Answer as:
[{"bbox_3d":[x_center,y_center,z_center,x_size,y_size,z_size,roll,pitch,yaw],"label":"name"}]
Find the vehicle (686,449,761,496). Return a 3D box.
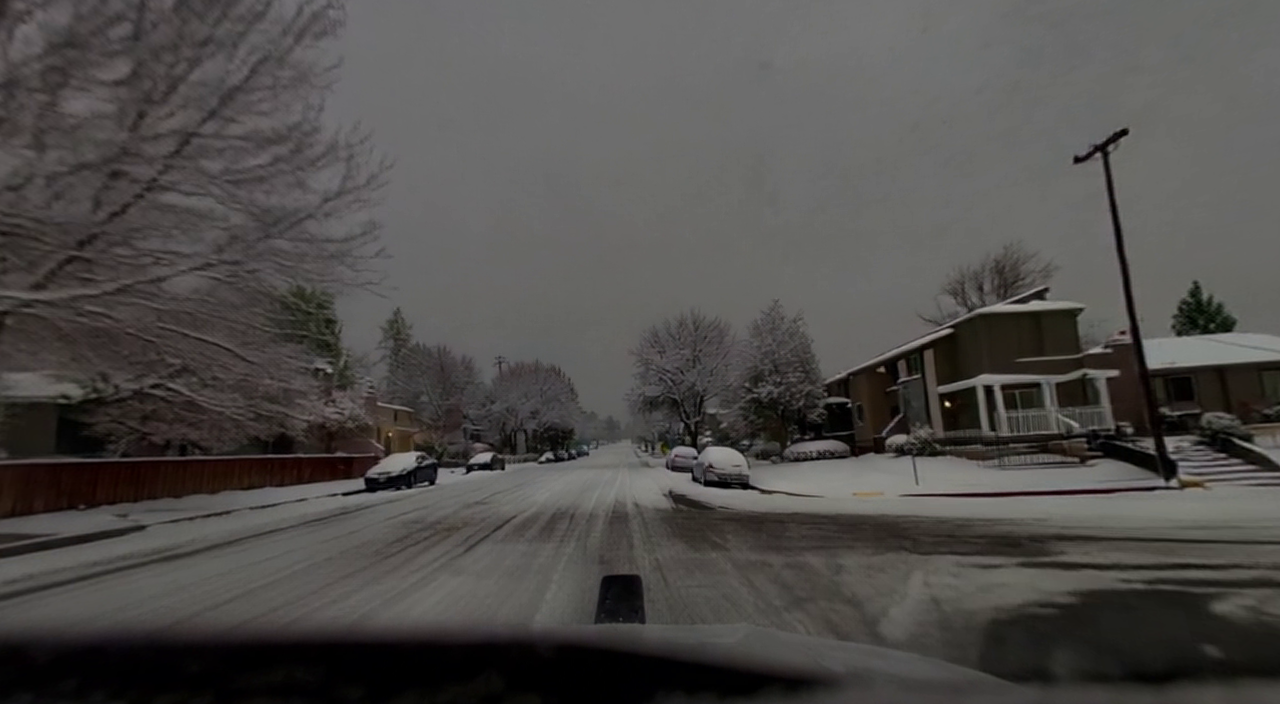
[{"bbox_3d":[2.942,4.339,23.204,1.927,1.529,4.144,0,-9,-3],"label":"vehicle"}]

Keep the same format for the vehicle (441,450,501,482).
[{"bbox_3d":[-9.144,6.171,34.565,2.027,1.584,4.476,-1,-9,1],"label":"vehicle"}]

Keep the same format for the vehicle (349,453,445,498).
[{"bbox_3d":[-8.780,4.470,23.263,1.937,1.427,4.510,0,-9,-3],"label":"vehicle"}]

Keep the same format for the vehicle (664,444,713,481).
[{"bbox_3d":[2.706,6.321,36.452,2.225,1.911,5.322,0,-9,-2],"label":"vehicle"}]
